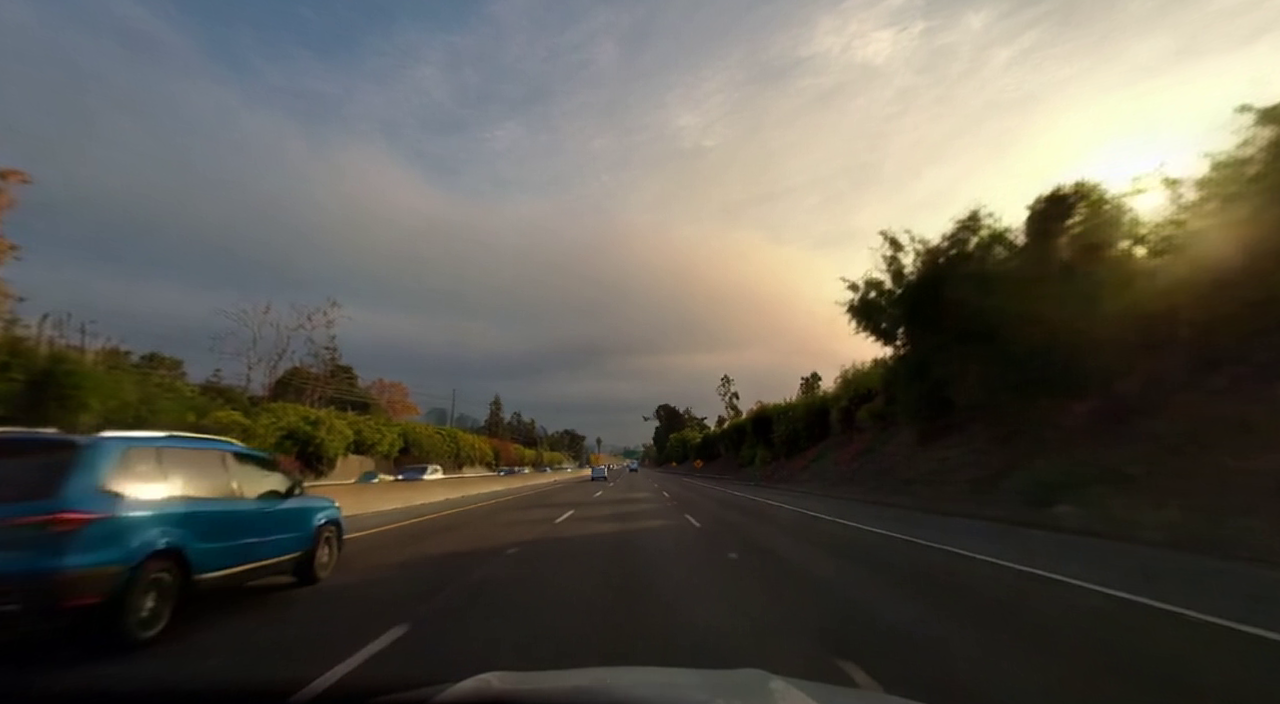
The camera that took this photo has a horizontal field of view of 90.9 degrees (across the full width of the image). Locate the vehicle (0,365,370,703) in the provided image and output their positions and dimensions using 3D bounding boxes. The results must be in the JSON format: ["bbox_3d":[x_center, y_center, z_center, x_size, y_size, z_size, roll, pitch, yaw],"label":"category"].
[{"bbox_3d":[-4.291,1.262,4.935,2.178,1.736,4.847,1,-10,0],"label":"vehicle"}]
